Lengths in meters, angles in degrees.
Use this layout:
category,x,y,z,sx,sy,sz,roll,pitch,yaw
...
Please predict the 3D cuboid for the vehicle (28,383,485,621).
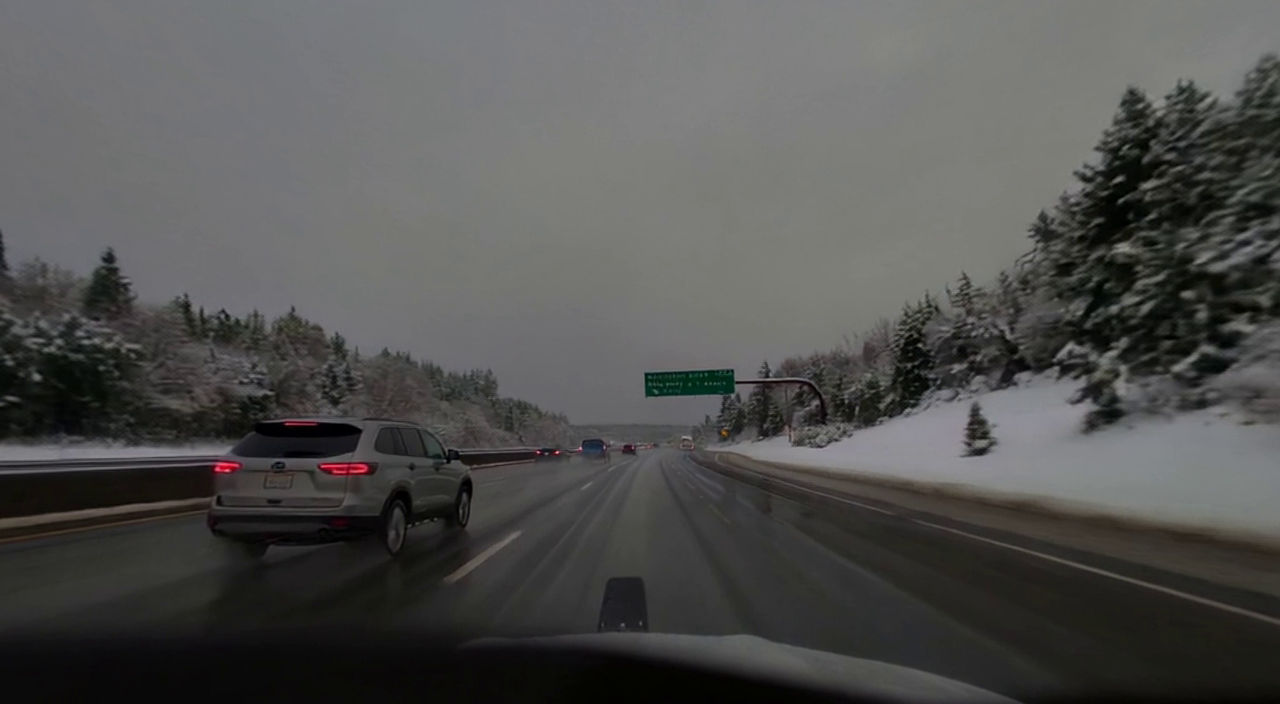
category,x,y,z,sx,sy,sz,roll,pitch,yaw
vehicle,-3.616,1.537,7.415,2.218,1.848,4.789,0,-9,2
